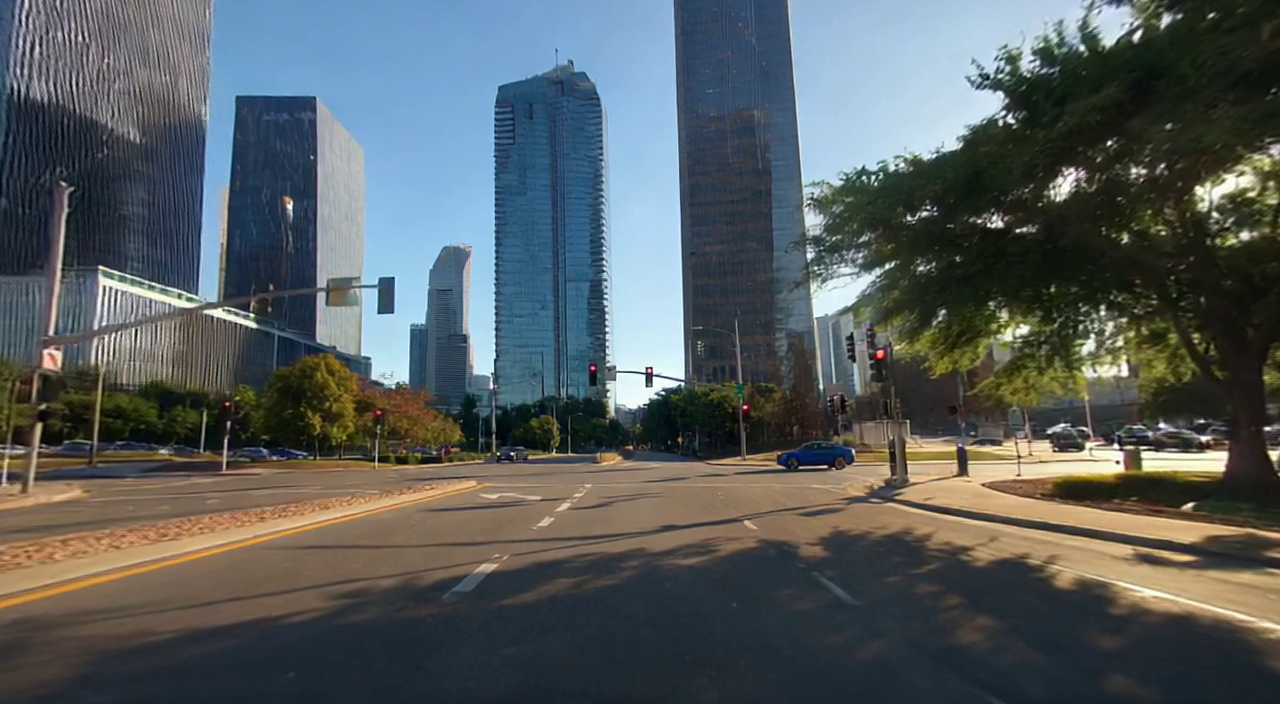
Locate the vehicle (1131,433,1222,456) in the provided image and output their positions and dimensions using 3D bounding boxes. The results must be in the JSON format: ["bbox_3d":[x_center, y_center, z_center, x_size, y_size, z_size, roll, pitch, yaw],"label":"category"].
[{"bbox_3d":[40.798,7.061,47.954,4.625,1.741,2.395,0,-9,3],"label":"vehicle"}]

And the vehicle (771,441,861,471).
[{"bbox_3d":[9.520,5.639,34.252,4.218,1.572,2.065,1,-9,-3],"label":"vehicle"}]
